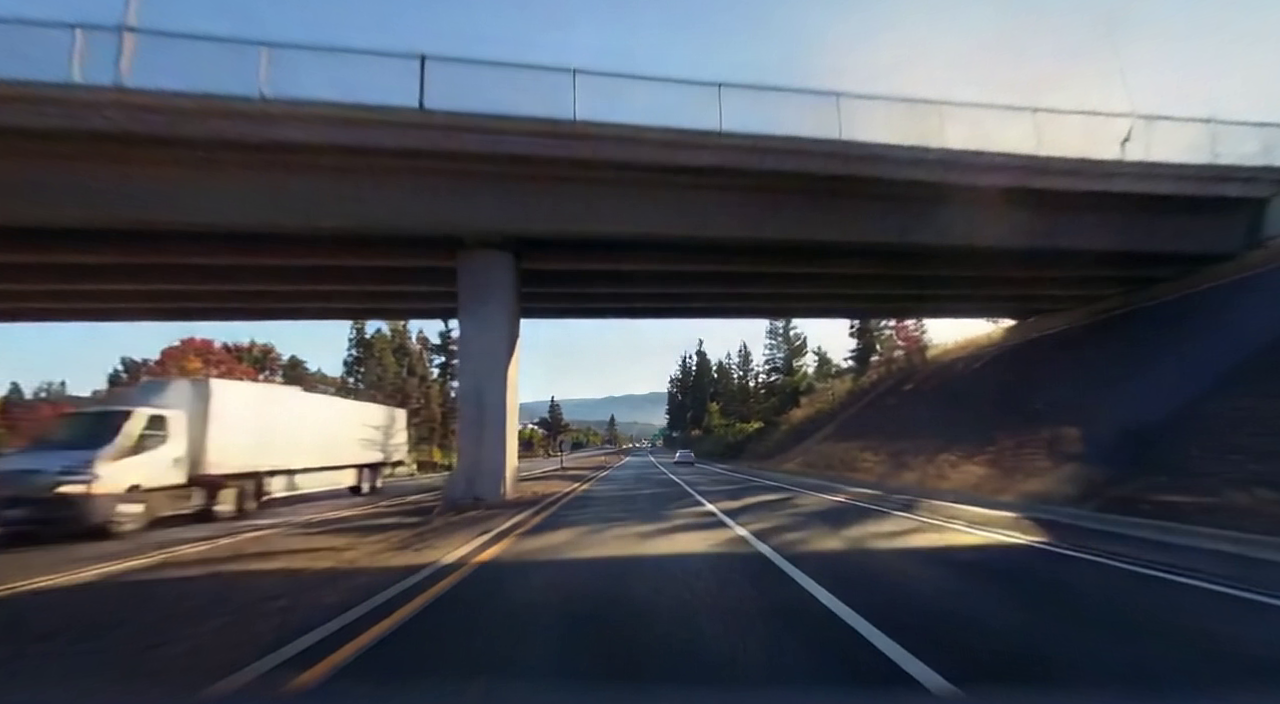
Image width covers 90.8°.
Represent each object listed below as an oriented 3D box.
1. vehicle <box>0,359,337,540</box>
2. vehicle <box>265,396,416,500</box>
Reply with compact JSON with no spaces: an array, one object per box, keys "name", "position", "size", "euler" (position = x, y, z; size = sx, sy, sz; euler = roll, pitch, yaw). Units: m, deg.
[{"name":"vehicle","position":[-13.115,2.909,19.044],"size":[3.038,4.027,9.826],"euler":[0,-9,0]},{"name":"vehicle","position":[-13.148,4.365,28.738],"size":[2.848,4.007,7.992],"euler":[0,-9,0]}]
